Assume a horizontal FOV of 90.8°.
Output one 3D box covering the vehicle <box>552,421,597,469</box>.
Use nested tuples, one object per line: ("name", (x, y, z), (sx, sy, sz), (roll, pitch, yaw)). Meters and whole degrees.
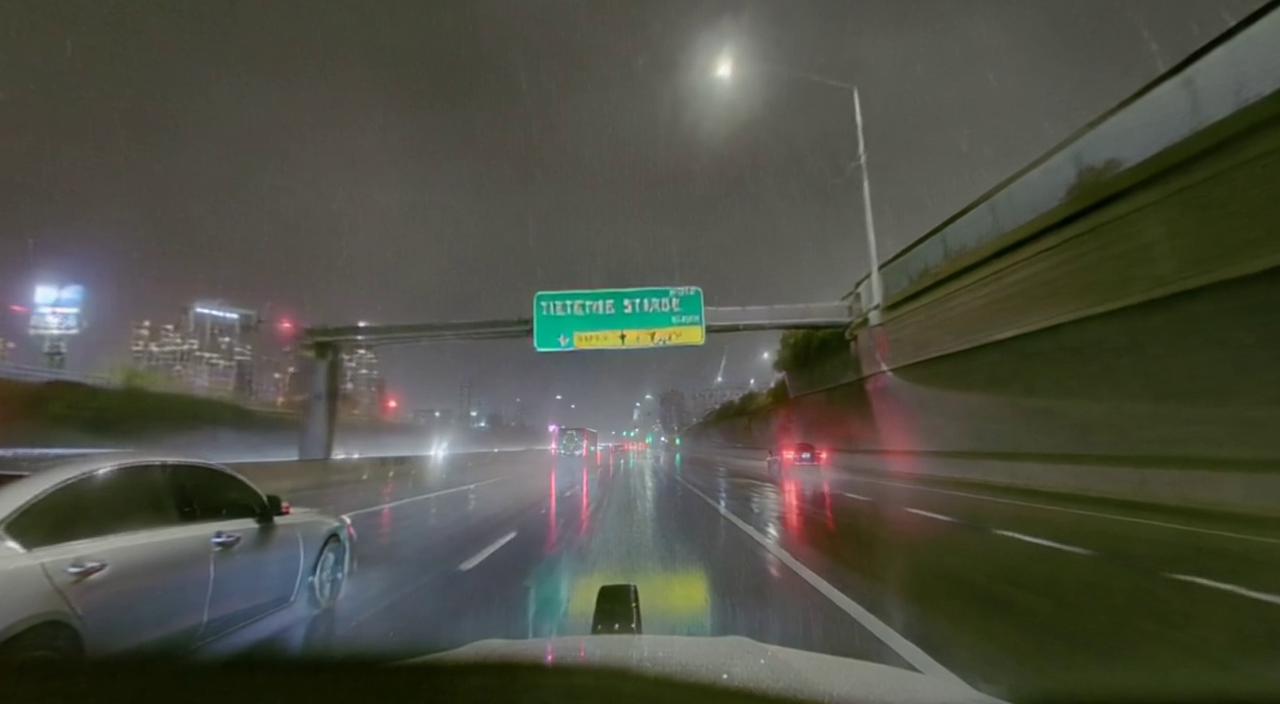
("vehicle", (-4.221, 6.193, 42.162), (2.364, 2.953, 6.732), (0, -8, -1))

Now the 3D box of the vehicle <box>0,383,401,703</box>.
("vehicle", (-3.574, 1.190, 4.413), (2.025, 1.556, 4.594), (0, -8, 0))
